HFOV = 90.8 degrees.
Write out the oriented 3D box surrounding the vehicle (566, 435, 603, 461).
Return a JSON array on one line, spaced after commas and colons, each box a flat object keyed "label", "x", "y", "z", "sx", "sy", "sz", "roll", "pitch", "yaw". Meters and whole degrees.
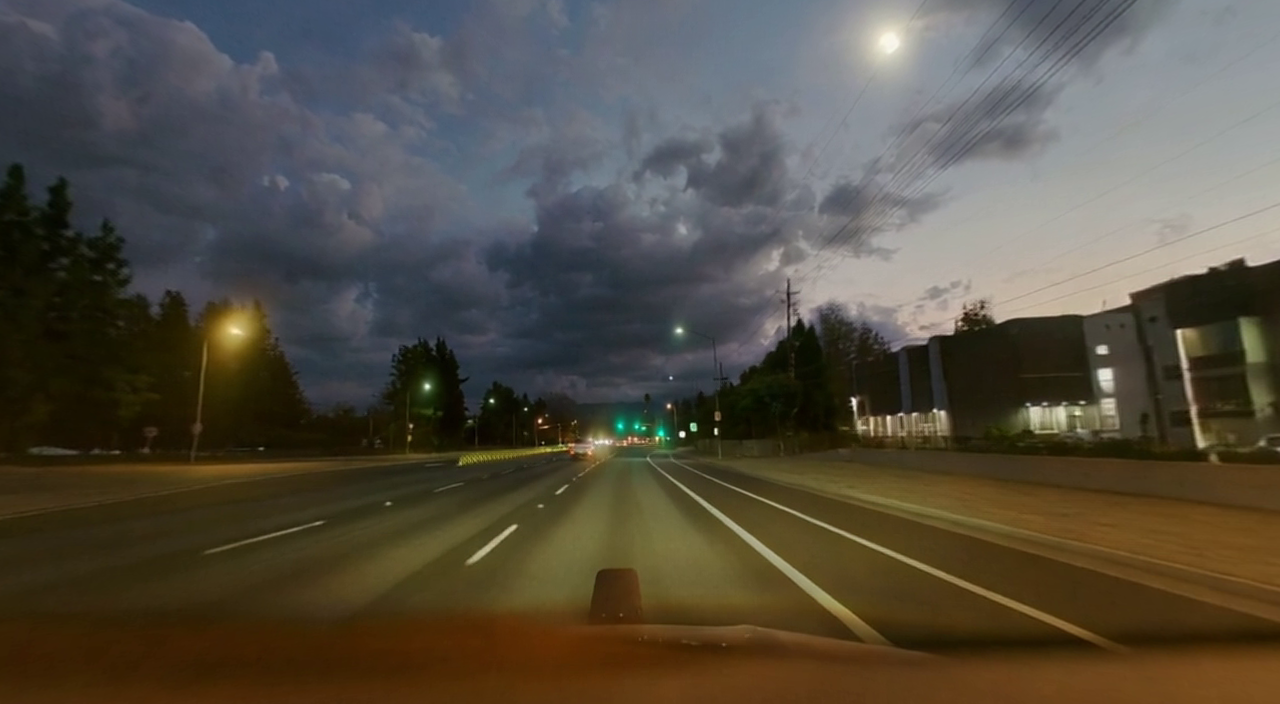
[{"label": "vehicle", "x": -3.692, "y": 6.485, "z": 42.815, "sx": 2.121, "sy": 1.654, "sz": 3.993, "roll": 0, "pitch": -8, "yaw": 0}]
